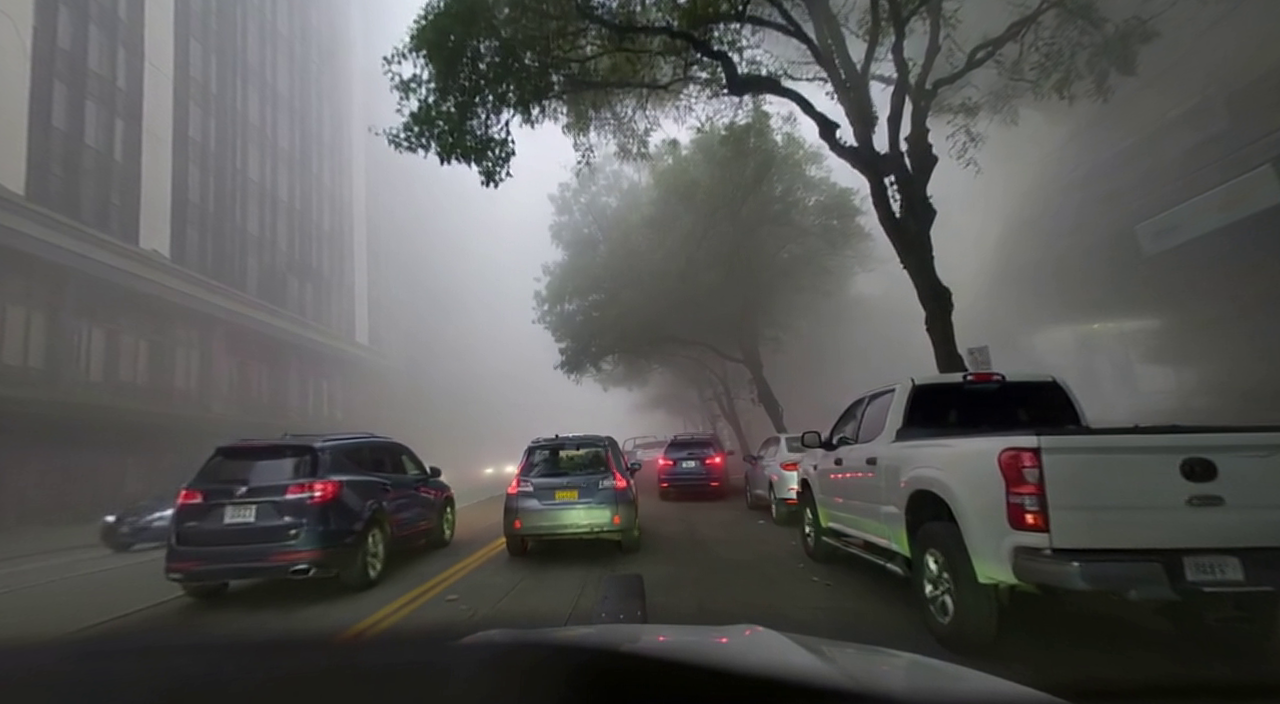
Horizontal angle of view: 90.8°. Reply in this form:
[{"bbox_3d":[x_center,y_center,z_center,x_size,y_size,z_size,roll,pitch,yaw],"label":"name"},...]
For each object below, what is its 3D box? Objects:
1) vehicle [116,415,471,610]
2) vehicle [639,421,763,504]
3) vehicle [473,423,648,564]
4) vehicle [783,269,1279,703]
[{"bbox_3d":[-3.906,1.867,8.363,2.000,1.818,4.668,0,-9,0],"label":"vehicle"},{"bbox_3d":[1.893,3.039,17.759,2.352,1.953,4.798,-3,-9,19],"label":"vehicle"},{"bbox_3d":[-0.924,1.991,9.603,2.076,1.667,3.948,0,-9,1],"label":"vehicle"},{"bbox_3d":[2.992,1.036,5.368,2.225,2.070,5.264,0,-9,-1],"label":"vehicle"}]
